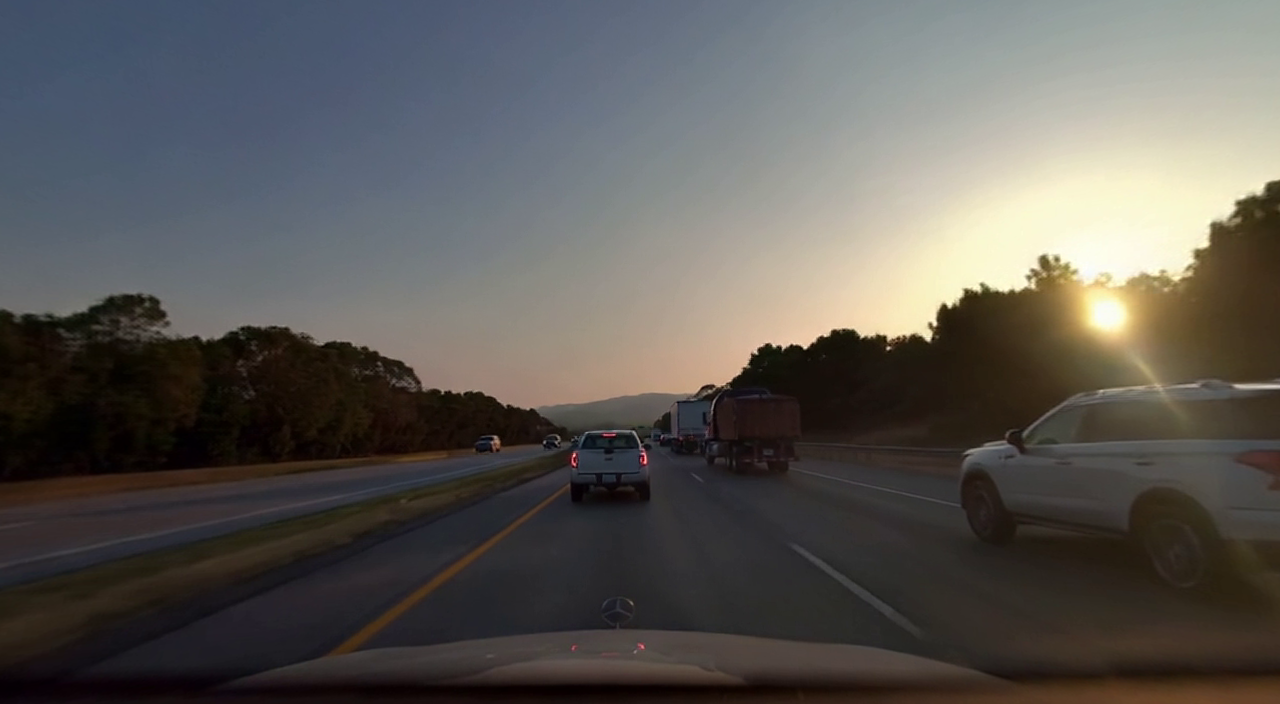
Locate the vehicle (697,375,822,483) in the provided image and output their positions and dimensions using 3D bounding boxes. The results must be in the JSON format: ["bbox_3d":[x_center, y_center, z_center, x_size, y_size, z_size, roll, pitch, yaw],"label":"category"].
[{"bbox_3d":[3.748,2.723,22.082,2.723,3.027,8.478,0,-7,0],"label":"vehicle"}]

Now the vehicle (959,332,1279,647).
[{"bbox_3d":[4.910,1.077,5.665,2.011,1.905,3.905,0,-8,0],"label":"vehicle"}]

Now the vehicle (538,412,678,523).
[{"bbox_3d":[-0.512,1.996,11.481,2.082,1.638,4.055,0,-8,-1],"label":"vehicle"}]
